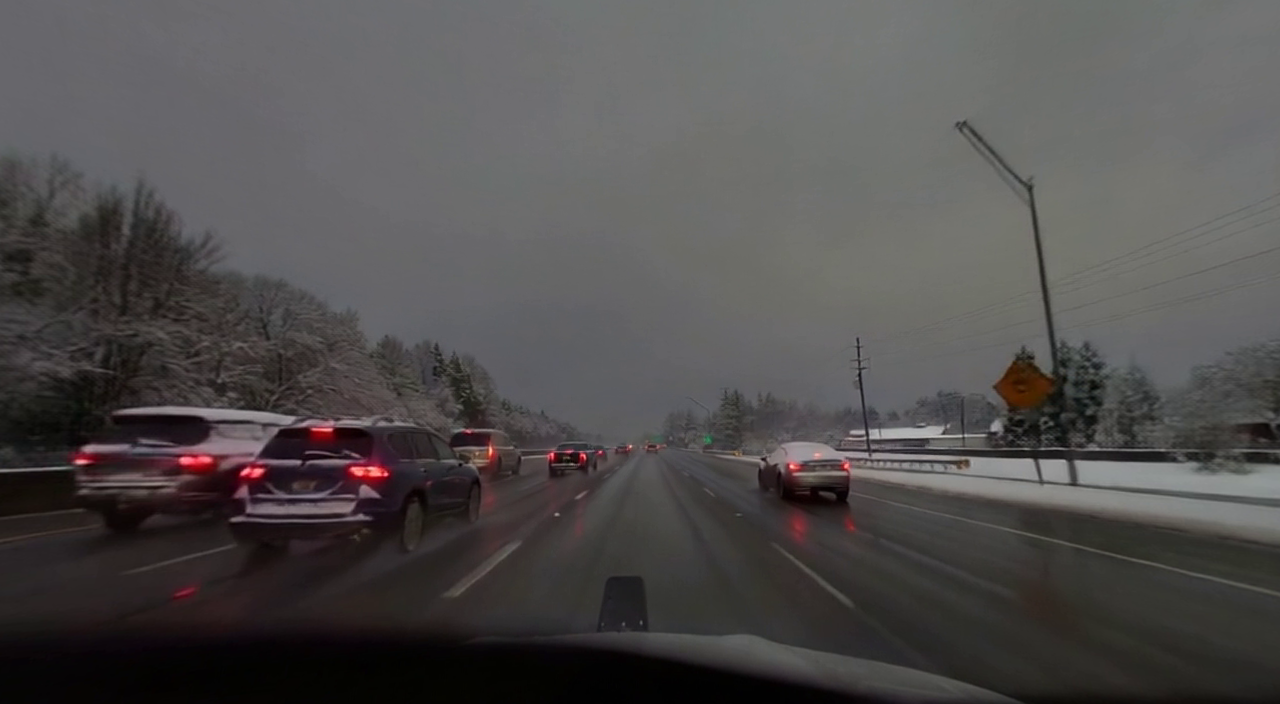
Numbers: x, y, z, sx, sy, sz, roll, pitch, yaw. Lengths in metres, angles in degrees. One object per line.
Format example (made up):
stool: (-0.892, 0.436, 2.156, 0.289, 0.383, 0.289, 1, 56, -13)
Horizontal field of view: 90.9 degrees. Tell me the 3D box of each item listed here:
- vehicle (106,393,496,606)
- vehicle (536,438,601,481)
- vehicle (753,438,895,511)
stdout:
vehicle: (-3.373, 1.574, 7.636, 2.133, 1.775, 4.530, 0, -8, 1)
vehicle: (-2.941, 4.539, 27.045, 2.133, 1.668, 4.505, 0, -8, 2)
vehicle: (4.197, 2.868, 15.321, 2.022, 1.472, 4.678, 0, -8, 0)
